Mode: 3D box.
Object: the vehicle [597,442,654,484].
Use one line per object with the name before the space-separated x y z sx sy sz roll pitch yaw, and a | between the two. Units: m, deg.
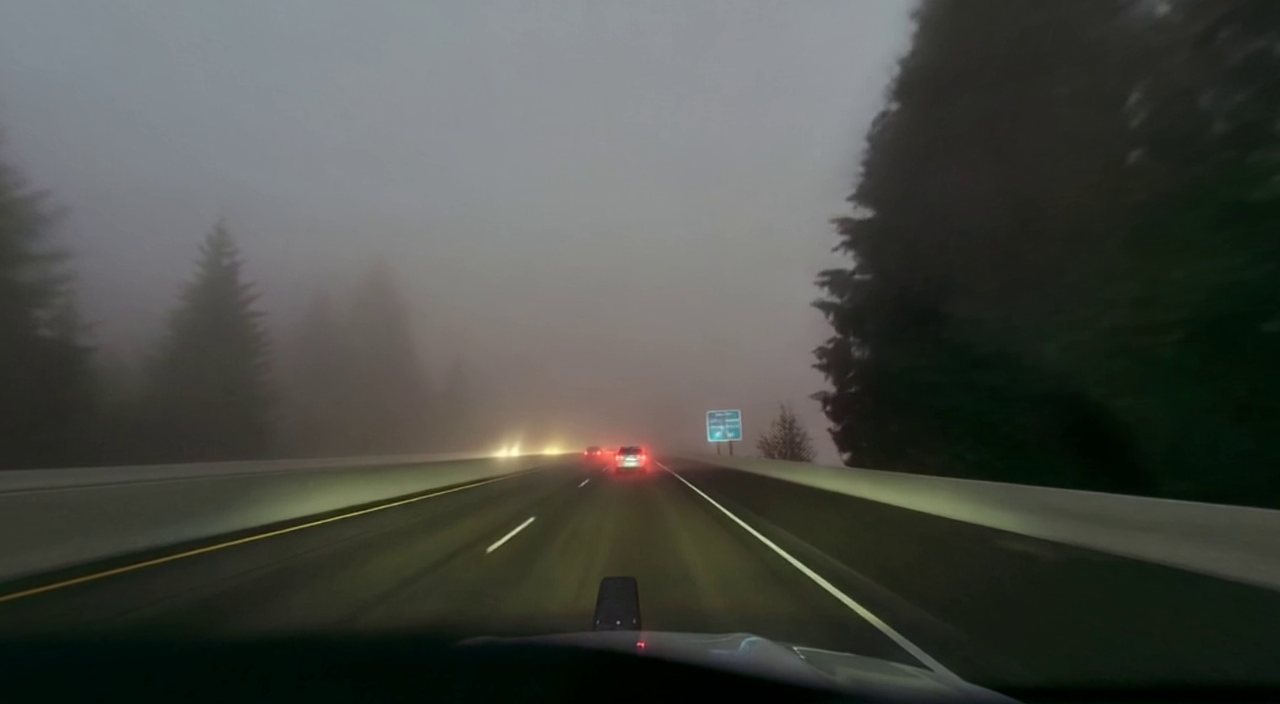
vehicle | -0.549 4.321 24.694 2.066 1.490 3.759 -1 -9 0
